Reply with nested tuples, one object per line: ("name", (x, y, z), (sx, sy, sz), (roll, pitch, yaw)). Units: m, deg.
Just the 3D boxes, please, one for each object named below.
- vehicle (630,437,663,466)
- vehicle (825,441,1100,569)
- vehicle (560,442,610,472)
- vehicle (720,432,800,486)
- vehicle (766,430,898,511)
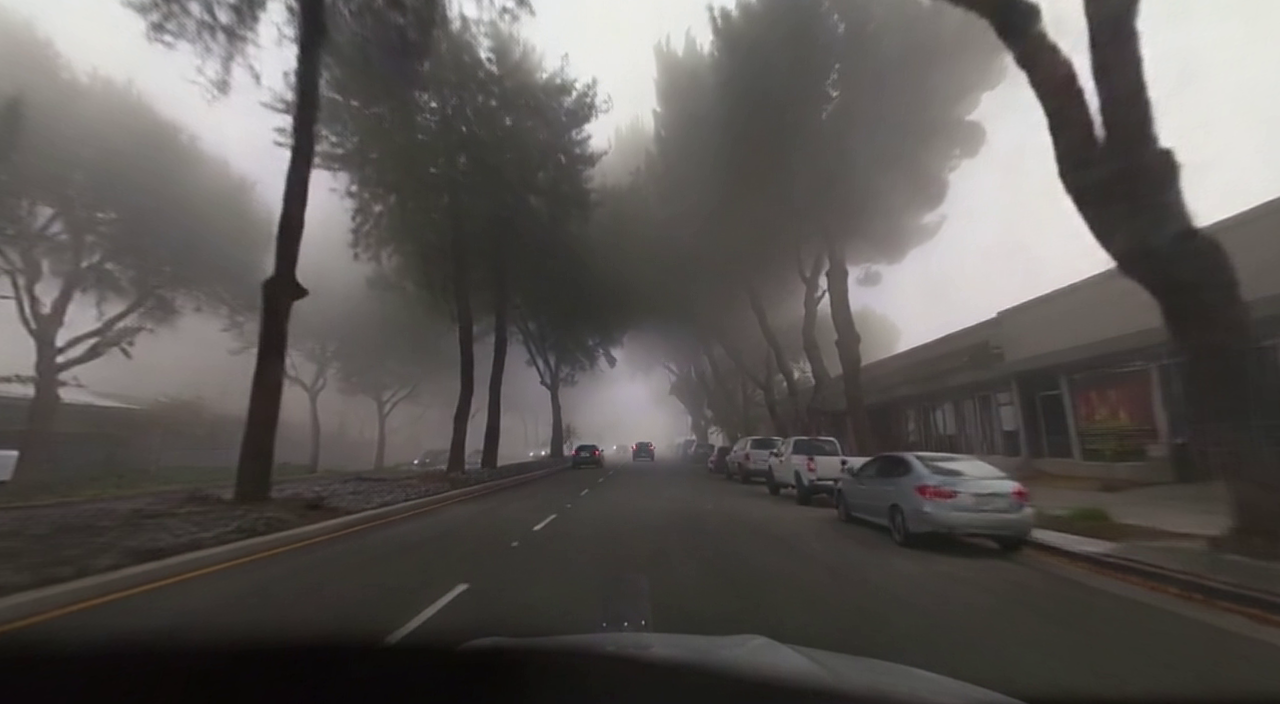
("vehicle", (0.419, 6.499, 41.275), (2.075, 1.770, 4.018), (0, -9, 1))
("vehicle", (4.376, 2.097, 9.499), (1.896, 1.451, 4.329), (0, -9, 1))
("vehicle", (-2.872, 5.600, 33.956), (2.151, 1.484, 4.468), (0, -9, 2))
("vehicle", (4.361, 3.966, 23.714), (2.068, 1.809, 4.889), (0, -9, 0))
("vehicle", (4.502, 2.839, 15.565), (1.900, 1.702, 4.358), (0, -9, 0))
